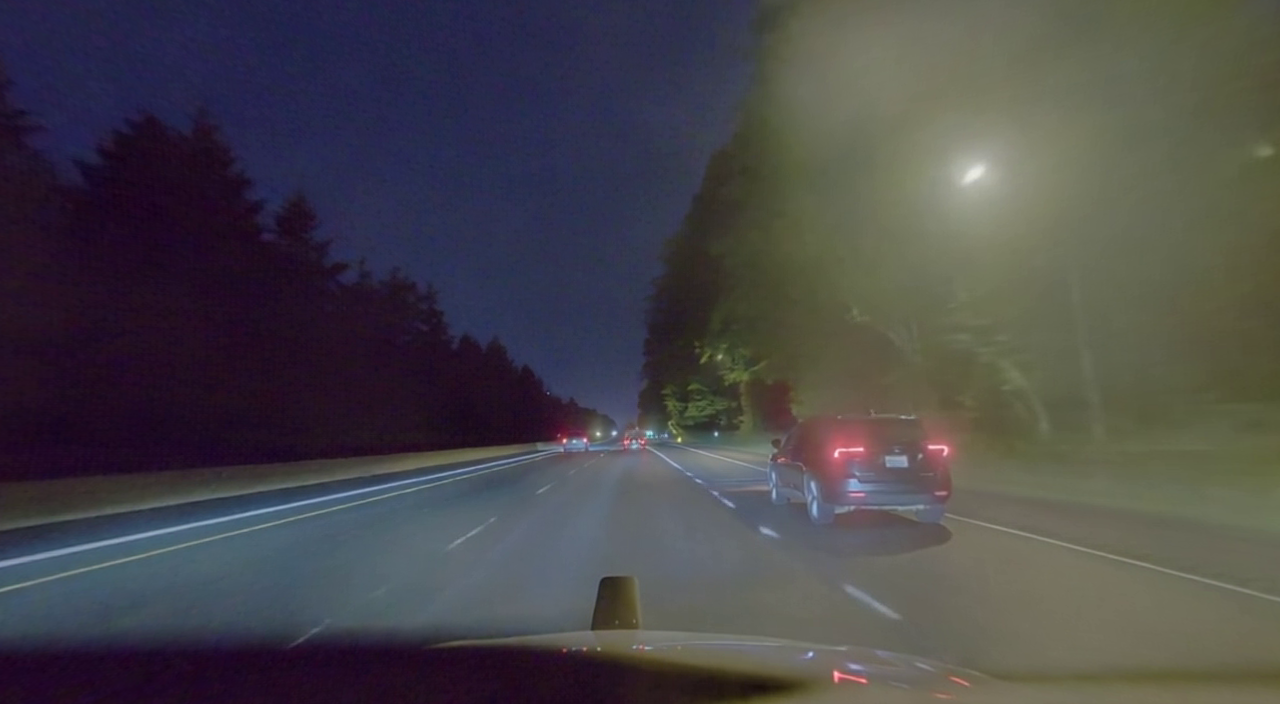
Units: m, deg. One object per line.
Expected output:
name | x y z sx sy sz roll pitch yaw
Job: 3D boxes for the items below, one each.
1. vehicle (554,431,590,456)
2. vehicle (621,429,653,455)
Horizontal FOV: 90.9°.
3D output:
vehicle | -4.546 6.161 42.671 2.055 1.610 4.116 0 -8 0
vehicle | -0.219 6.475 45.517 2.170 1.790 4.490 0 -8 -1
